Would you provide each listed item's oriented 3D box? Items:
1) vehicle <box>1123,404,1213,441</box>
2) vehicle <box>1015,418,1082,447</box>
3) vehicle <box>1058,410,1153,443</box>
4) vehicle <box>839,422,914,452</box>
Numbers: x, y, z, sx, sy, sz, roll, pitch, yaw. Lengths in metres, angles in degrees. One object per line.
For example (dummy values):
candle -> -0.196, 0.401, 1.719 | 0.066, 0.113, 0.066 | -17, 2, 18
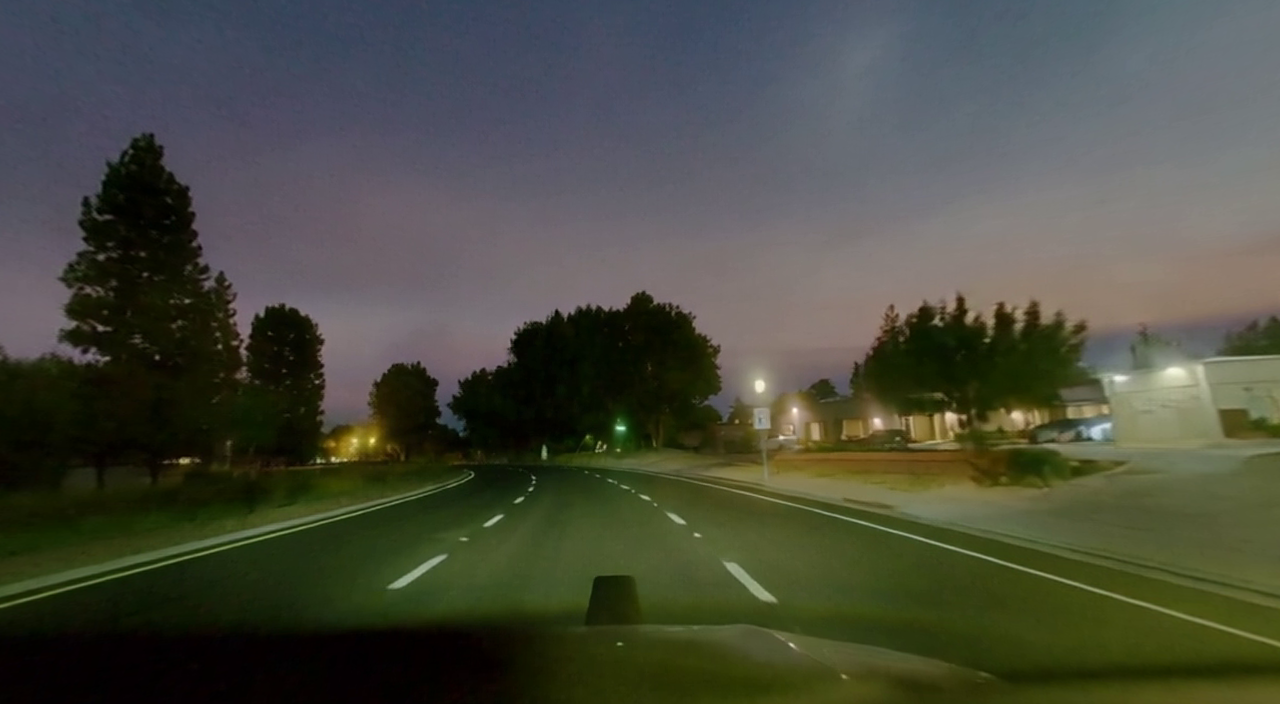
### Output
vehicle -> 26.872, 3.649, 32.119 | 4.147, 1.680, 2.441 | 6, -11, -36
vehicle -> 23.313, 4.629, 36.011 | 4.230, 1.459, 1.889 | 7, -12, -39
vehicle -> 25.126, 4.086, 34.349 | 2.033, 1.533, 4.370 | -3, -9, 4
vehicle -> 16.531, 5.930, 44.137 | 4.802, 1.900, 2.373 | 3, -8, -33
